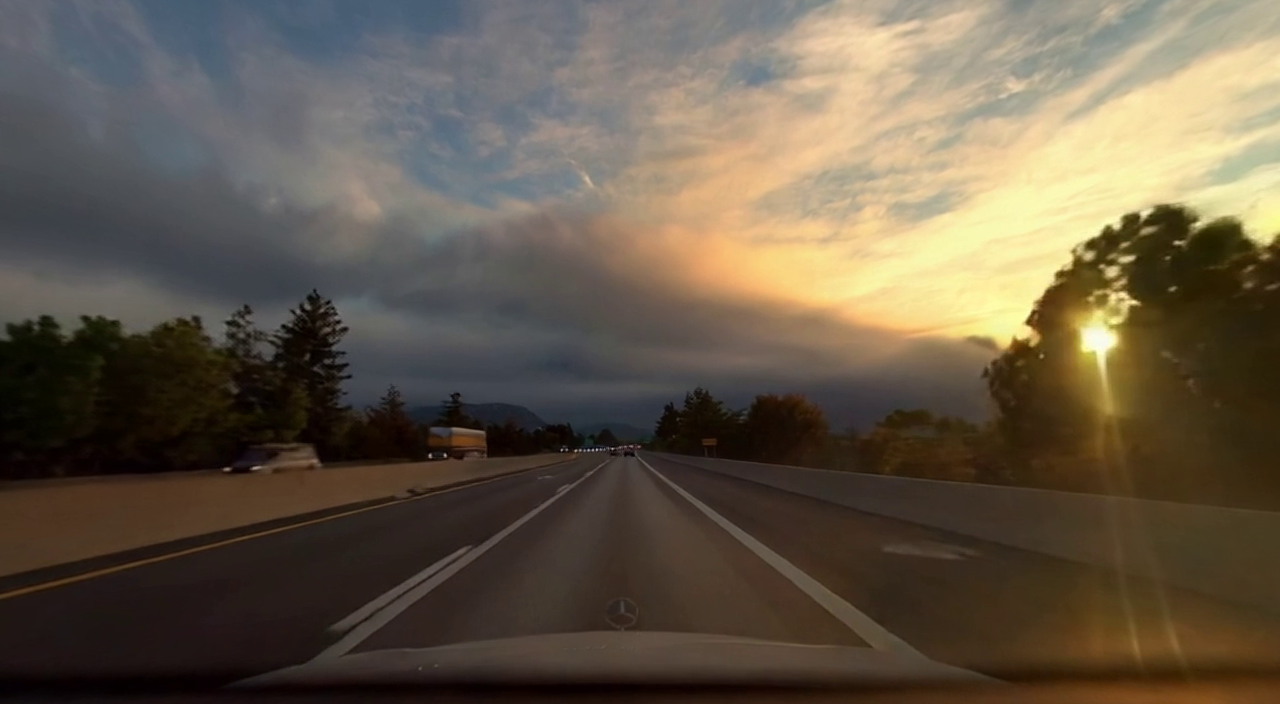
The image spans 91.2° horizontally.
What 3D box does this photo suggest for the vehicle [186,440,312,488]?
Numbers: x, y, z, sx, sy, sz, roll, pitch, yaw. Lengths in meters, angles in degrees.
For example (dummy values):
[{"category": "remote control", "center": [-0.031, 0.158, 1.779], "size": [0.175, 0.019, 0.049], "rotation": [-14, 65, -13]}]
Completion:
[{"category": "vehicle", "center": [-18.077, 5.203, 29.424], "size": [2.285, 2.022, 5.428], "rotation": [0, -9, 1]}]
